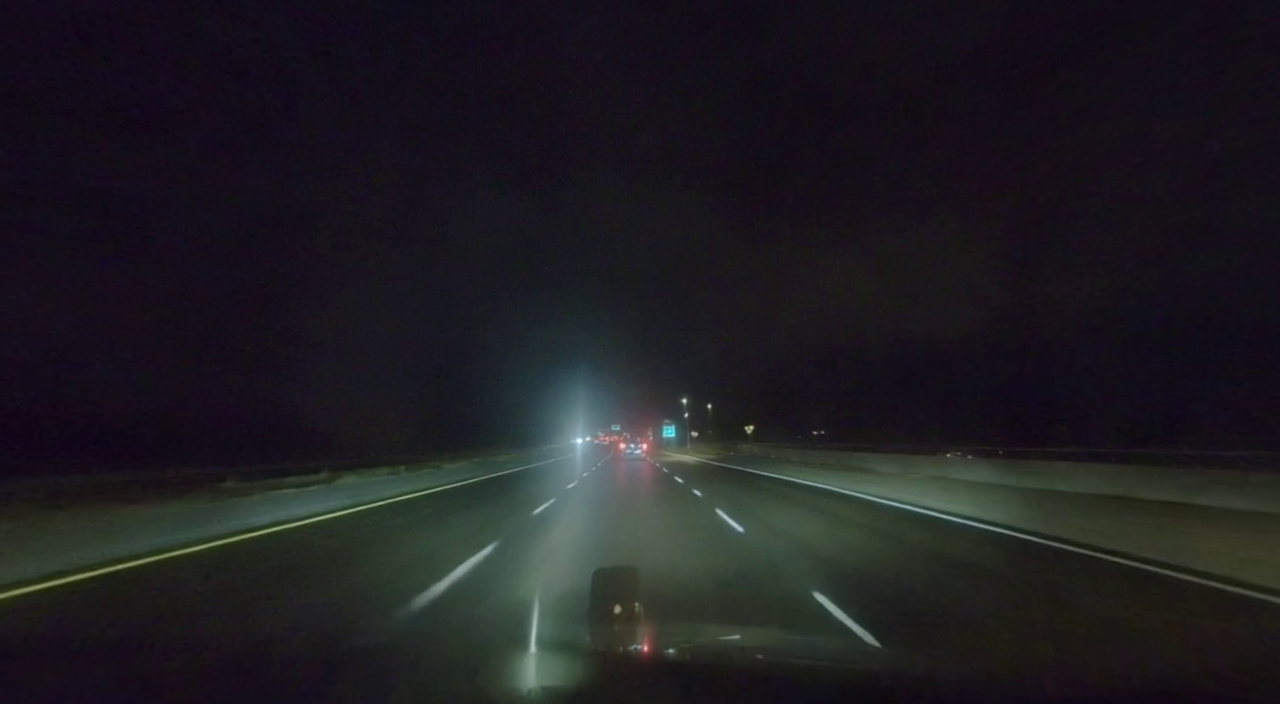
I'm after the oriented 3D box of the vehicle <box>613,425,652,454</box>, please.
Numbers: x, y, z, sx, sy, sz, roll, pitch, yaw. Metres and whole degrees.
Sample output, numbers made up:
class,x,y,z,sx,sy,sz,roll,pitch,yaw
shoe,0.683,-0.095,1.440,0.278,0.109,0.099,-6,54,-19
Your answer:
class,x,y,z,sx,sy,sz,roll,pitch,yaw
vehicle,-0.523,5.357,38.674,2.157,1.647,4.524,0,-8,-4
